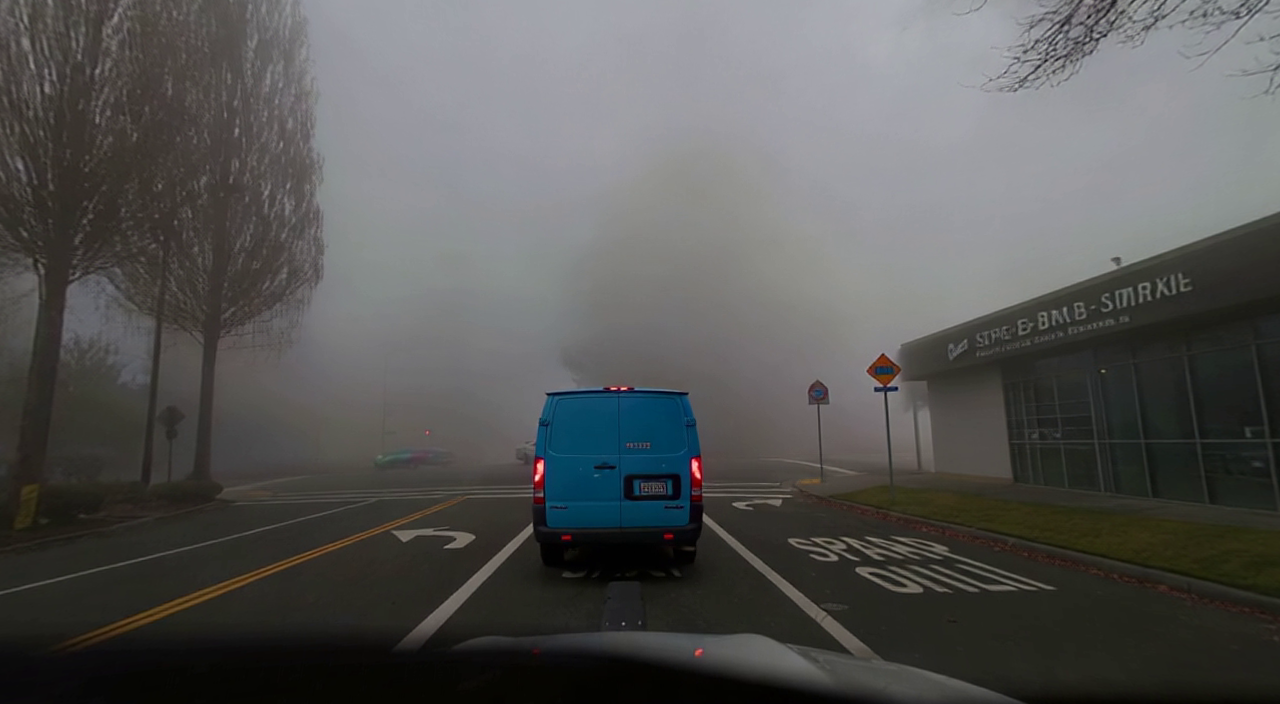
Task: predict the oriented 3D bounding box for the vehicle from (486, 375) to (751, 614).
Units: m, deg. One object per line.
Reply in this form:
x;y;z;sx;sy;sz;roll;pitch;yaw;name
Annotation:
-0.297;1.477;7.281;2.181;1.949;3.932;1;-9;-4;vehicle
